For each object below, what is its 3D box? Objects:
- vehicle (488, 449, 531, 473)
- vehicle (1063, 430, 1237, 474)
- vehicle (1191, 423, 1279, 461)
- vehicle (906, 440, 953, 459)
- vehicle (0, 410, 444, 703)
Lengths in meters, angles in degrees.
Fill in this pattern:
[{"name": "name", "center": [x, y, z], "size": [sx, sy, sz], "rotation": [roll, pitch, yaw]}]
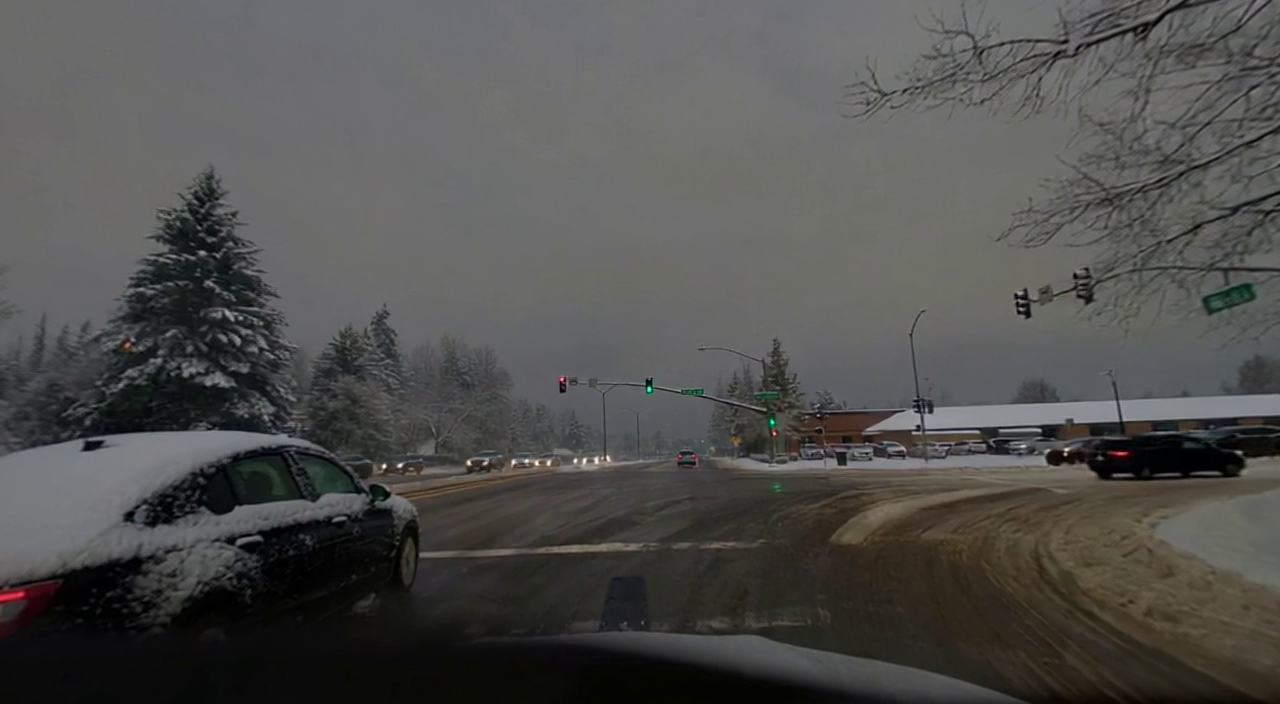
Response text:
[{"name": "vehicle", "center": [-9.758, 8.171, 47.432], "size": [1.905, 1.724, 4.449], "rotation": [-1, -9, 5]}, {"name": "vehicle", "center": [17.590, 3.481, 21.914], "size": [4.364, 1.450, 1.841], "rotation": [0, -9, 2]}, {"name": "vehicle", "center": [26.809, 3.889, 27.228], "size": [4.240, 1.540, 1.944], "rotation": [1, -9, -5]}, {"name": "vehicle", "center": [22.393, 7.509, 48.611], "size": [1.930, 1.410, 4.313], "rotation": [-8, -12, 43]}, {"name": "vehicle", "center": [-2.893, 1.177, 3.592], "size": [1.924, 1.482, 4.734], "rotation": [0, -9, 1]}]
